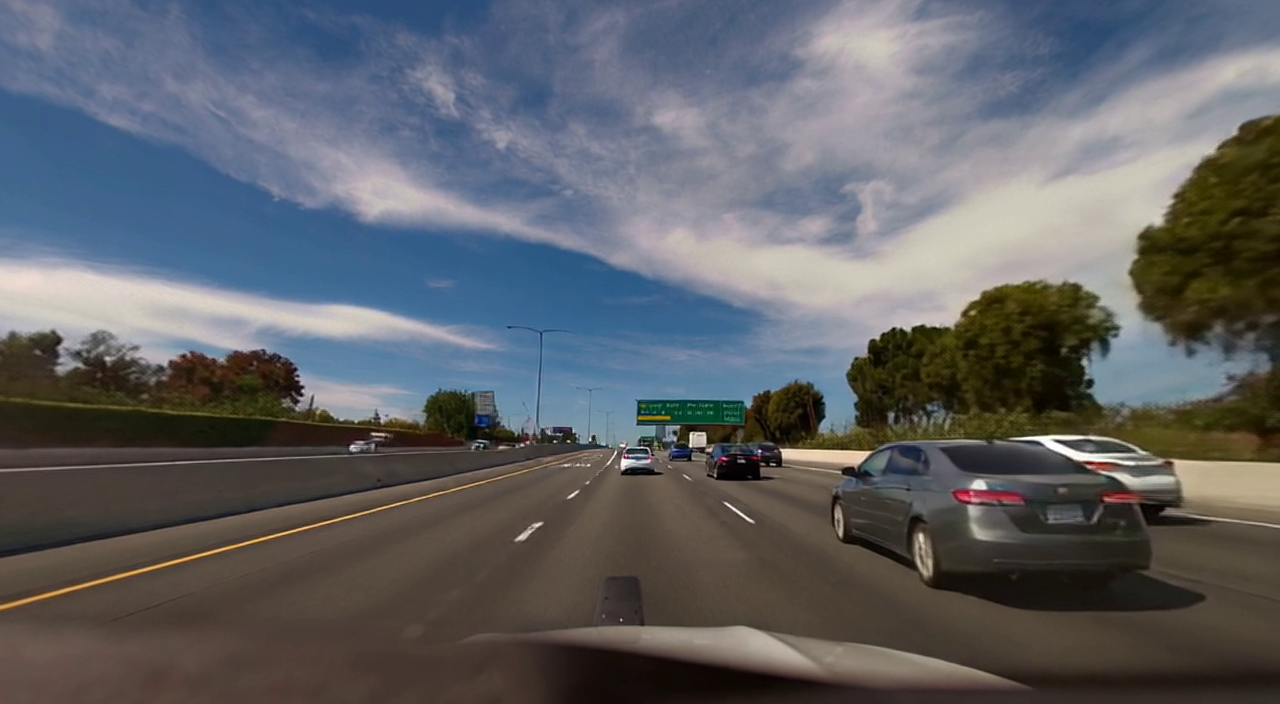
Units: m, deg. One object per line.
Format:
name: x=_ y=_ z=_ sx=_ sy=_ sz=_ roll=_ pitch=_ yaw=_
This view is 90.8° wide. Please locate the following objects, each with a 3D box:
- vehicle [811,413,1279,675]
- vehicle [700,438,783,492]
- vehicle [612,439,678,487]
vehicle: x=3.345 y=1.475 z=6.129 sx=1.993 sy=1.504 sz=4.781 roll=0 pitch=-8 yaw=0
vehicle: x=3.134 y=3.582 z=20.387 sx=1.856 sy=1.517 sz=4.198 roll=0 pitch=-9 yaw=-2
vehicle: x=0.112 y=3.813 z=21.969 sx=2.098 sy=1.475 sz=3.997 roll=0 pitch=-9 yaw=-1
